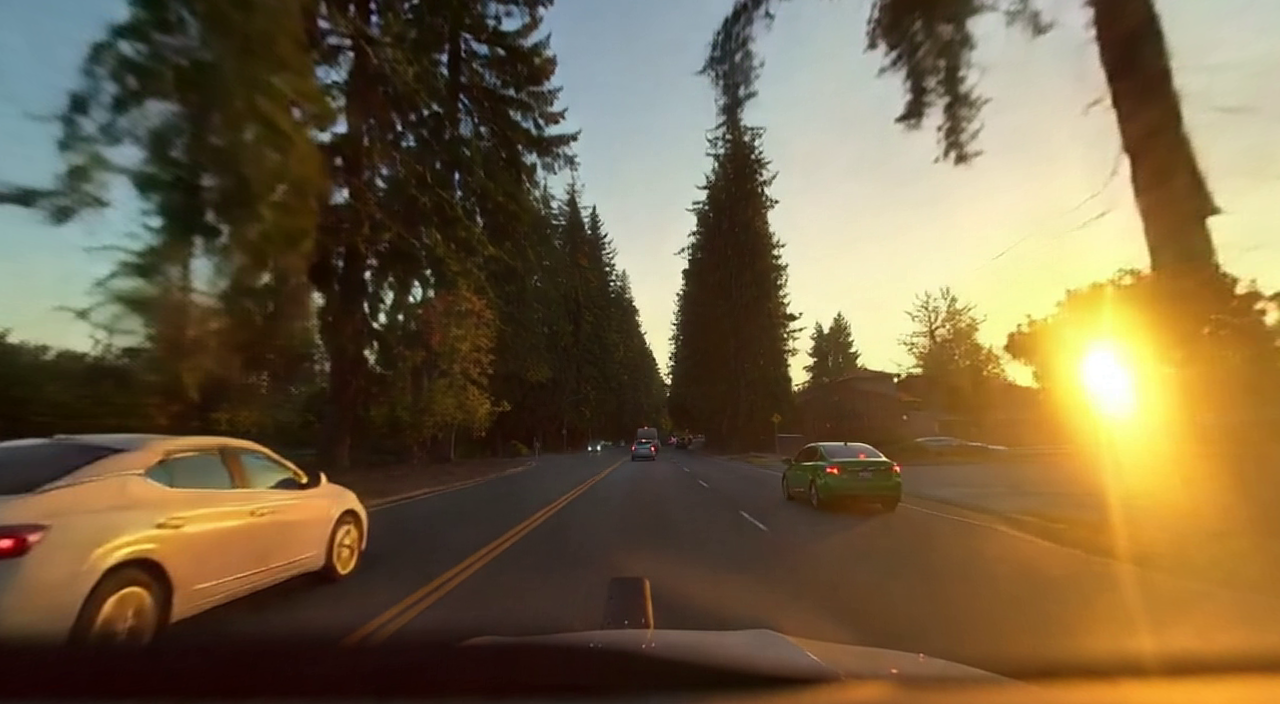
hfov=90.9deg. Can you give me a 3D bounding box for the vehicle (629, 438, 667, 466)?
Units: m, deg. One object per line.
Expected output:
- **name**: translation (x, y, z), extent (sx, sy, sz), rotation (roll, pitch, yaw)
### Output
- **vehicle**: translation (0.512, 6.070, 38.650), extent (2.206, 1.525, 4.695), rotation (-1, -7, 1)

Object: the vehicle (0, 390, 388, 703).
- **vehicle**: translation (-3.691, 1.122, 3.966), extent (2.162, 1.546, 4.889), rotation (-1, -7, 0)

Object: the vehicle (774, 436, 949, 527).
- **vehicle**: translation (4.170, 2.456, 12.790), extent (1.943, 1.471, 4.515), rotation (-1, -7, 0)
